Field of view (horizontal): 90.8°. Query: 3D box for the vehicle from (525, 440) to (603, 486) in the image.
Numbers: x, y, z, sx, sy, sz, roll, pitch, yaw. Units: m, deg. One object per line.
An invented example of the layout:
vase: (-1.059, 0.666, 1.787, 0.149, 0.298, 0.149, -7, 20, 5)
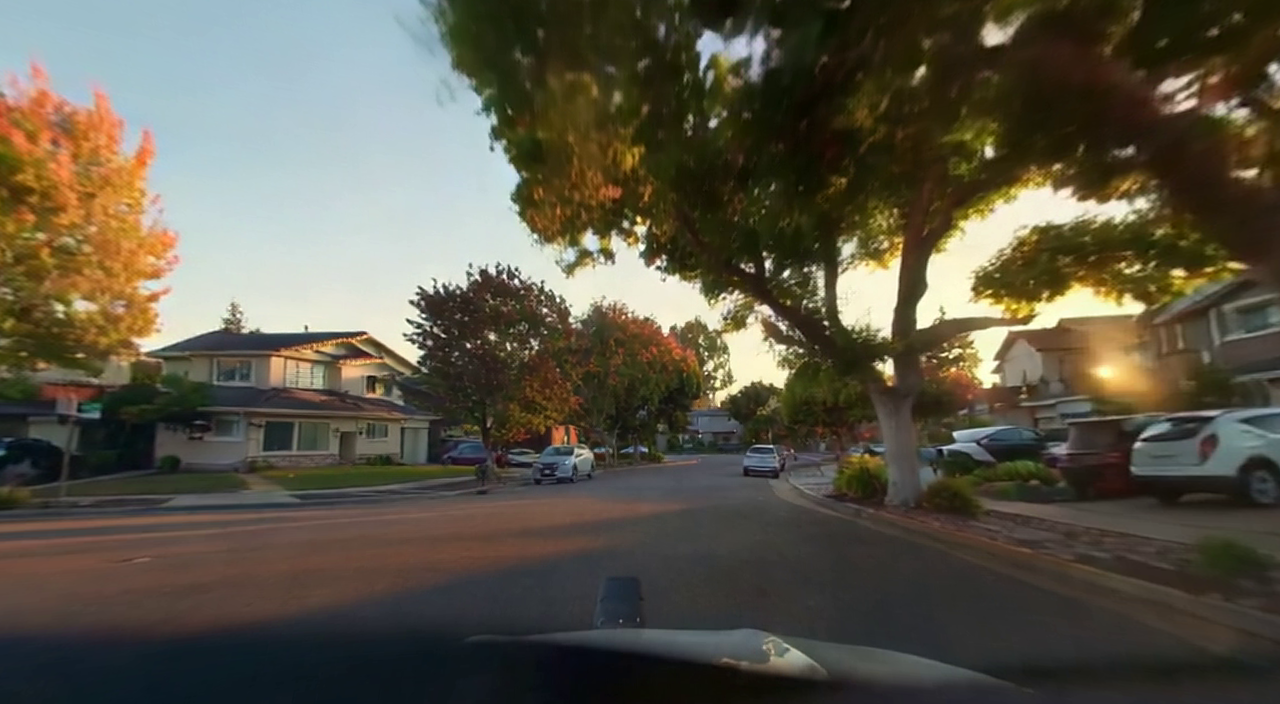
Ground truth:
vehicle: (-3.294, 4.893, 28.193, 2.041, 1.762, 4.508, -4, -8, 12)

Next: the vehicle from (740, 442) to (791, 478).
vehicle: (6.508, 5.471, 32.351, 2.075, 1.657, 4.648, -3, -9, 16)

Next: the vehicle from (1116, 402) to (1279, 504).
vehicle: (11.976, 1.844, 11.679, 4.781, 1.700, 1.914, 0, -9, -2)
